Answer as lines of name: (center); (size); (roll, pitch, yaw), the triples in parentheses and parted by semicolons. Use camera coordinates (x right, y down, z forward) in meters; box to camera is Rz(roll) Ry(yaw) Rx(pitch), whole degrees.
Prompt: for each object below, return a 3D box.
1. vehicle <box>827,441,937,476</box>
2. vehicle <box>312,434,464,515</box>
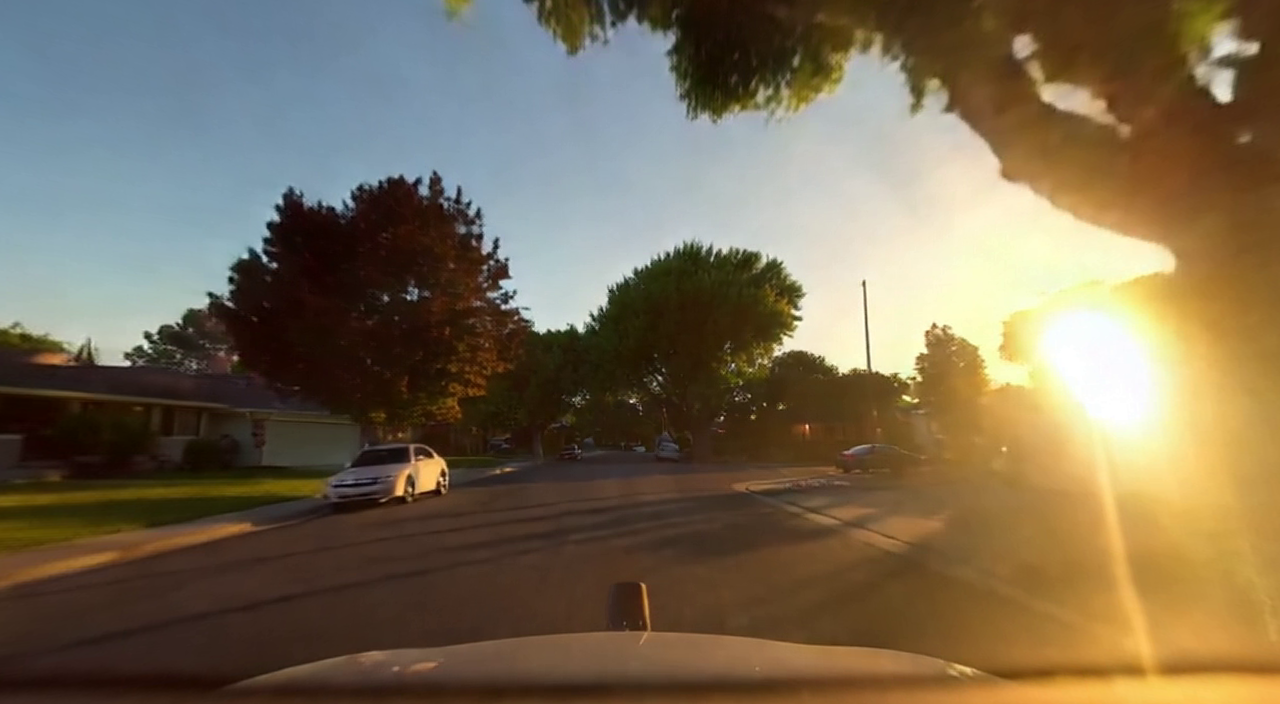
vehicle: (12.277, 5.396, 32.033); (4.708, 1.527, 2.113); (0, -8, -10)
vehicle: (-6.076, 2.994, 15.801); (1.998, 1.742, 4.210); (0, -9, 1)
